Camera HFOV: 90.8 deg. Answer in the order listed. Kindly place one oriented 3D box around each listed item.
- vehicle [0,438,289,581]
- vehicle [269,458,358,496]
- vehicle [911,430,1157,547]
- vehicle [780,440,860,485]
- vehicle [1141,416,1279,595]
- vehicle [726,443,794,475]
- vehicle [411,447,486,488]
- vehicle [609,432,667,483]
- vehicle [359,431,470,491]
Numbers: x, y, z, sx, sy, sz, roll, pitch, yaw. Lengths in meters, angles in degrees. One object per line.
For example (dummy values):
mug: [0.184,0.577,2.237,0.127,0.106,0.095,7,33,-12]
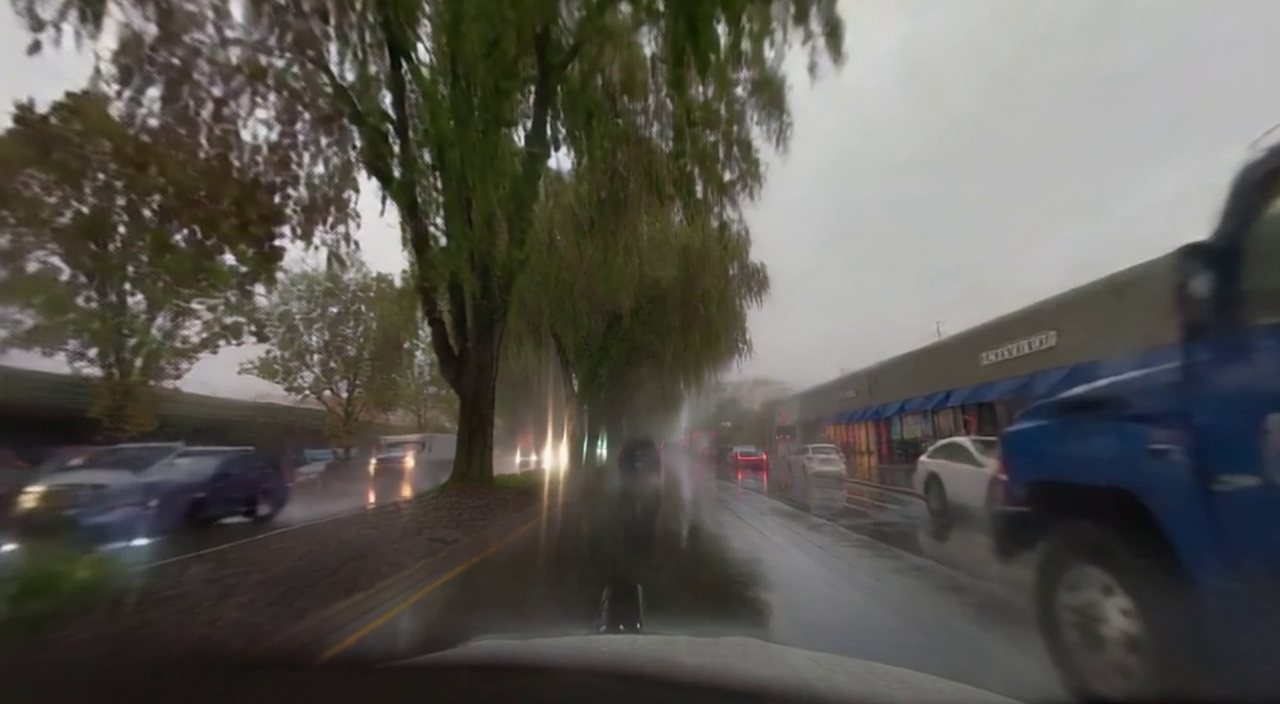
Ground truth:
vehicle: [-7.558,2.184,9.699,1.937,1.641,4.575,0,-9,-4]
vehicle: [-15.885,6.080,31.086,1.962,1.487,4.652,-3,-8,0]
vehicle: [7.210,2.484,12.323,2.030,1.631,4.783,5,-8,4]
vehicle: [7.450,4.608,26.590,2.004,1.714,4.356,0,-9,-1]
vehicle: [7.053,1.353,5.401,1.949,1.664,4.141,0,-10,-3]
vehicle: [6.722,6.054,36.022,2.114,1.697,4.739,2,-9,-12]
vehicle: [-8.345,5.034,27.961,1.977,1.669,4.387,0,-9,0]
vehicle: [-0.030,4.602,27.840,2.293,2.036,4.853,0,-8,1]
vehicle: [-11.845,5.808,34.206,2.894,2.789,8.218,0,-9,0]
